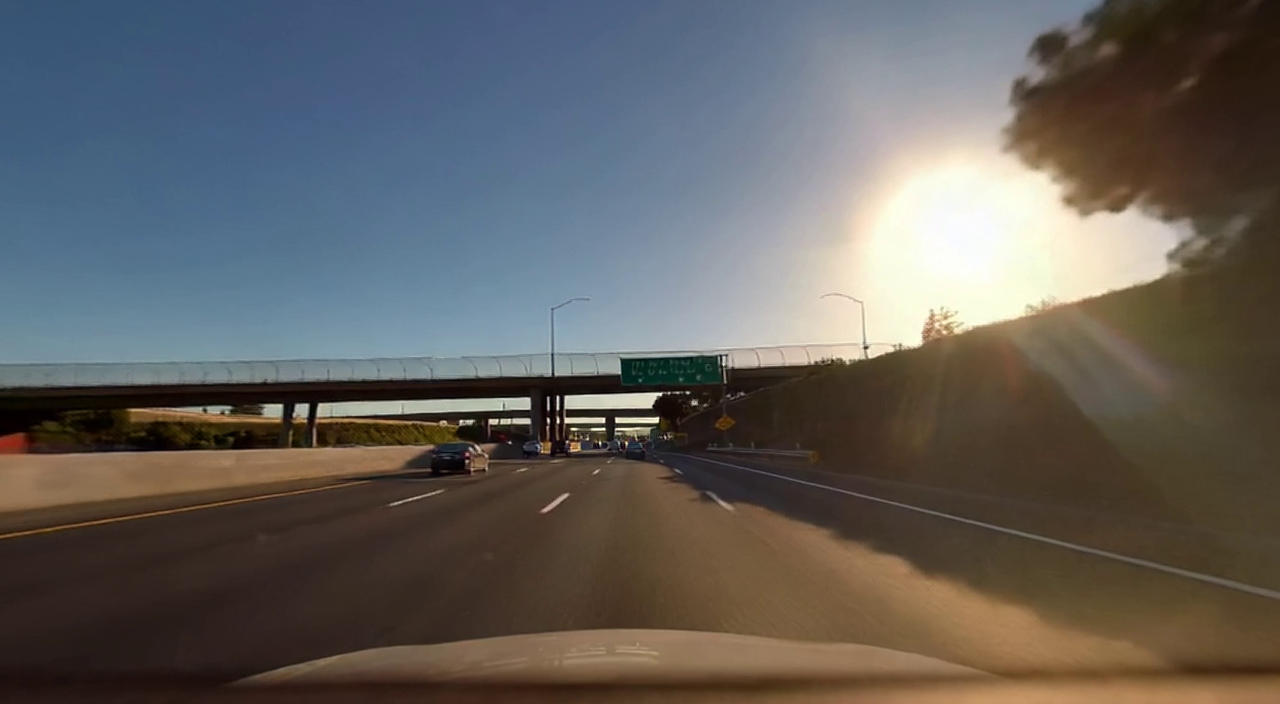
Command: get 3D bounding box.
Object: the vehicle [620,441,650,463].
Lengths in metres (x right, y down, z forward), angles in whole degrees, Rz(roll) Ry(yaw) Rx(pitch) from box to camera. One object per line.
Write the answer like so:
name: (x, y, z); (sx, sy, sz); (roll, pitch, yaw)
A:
vehicle: (-0.391, 7.358, 46.679); (2.086, 1.472, 4.168); (0, -8, -1)

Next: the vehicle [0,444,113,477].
vehicle: (-32.481, 5.985, 35.385); (2.015, 1.697, 4.576); (0, -8, 0)

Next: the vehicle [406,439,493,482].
vehicle: (-7.347, 4.213, 24.939); (1.994, 1.487, 4.605); (0, -8, 0)
